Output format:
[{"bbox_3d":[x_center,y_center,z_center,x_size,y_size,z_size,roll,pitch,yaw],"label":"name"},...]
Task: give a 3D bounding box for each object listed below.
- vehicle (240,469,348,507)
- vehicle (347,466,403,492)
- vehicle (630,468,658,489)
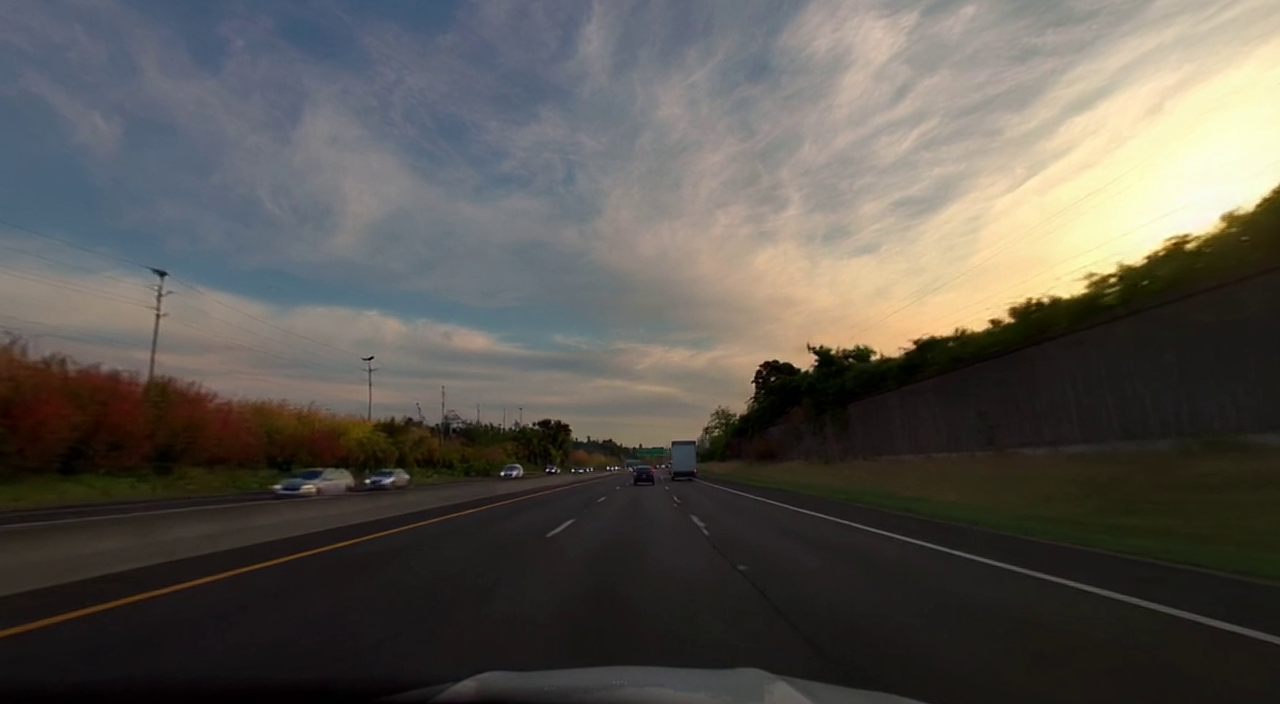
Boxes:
[{"bbox_3d":[-14.853,5.836,27.389,1.995,1.479,4.651,0,-10,1],"label":"vehicle"},{"bbox_3d":[-18.416,8.857,44.008,1.886,1.655,4.335,0,-10,1],"label":"vehicle"},{"bbox_3d":[0.317,9.393,46.946,2.015,1.478,3.920,0,-10,0],"label":"vehicle"}]
